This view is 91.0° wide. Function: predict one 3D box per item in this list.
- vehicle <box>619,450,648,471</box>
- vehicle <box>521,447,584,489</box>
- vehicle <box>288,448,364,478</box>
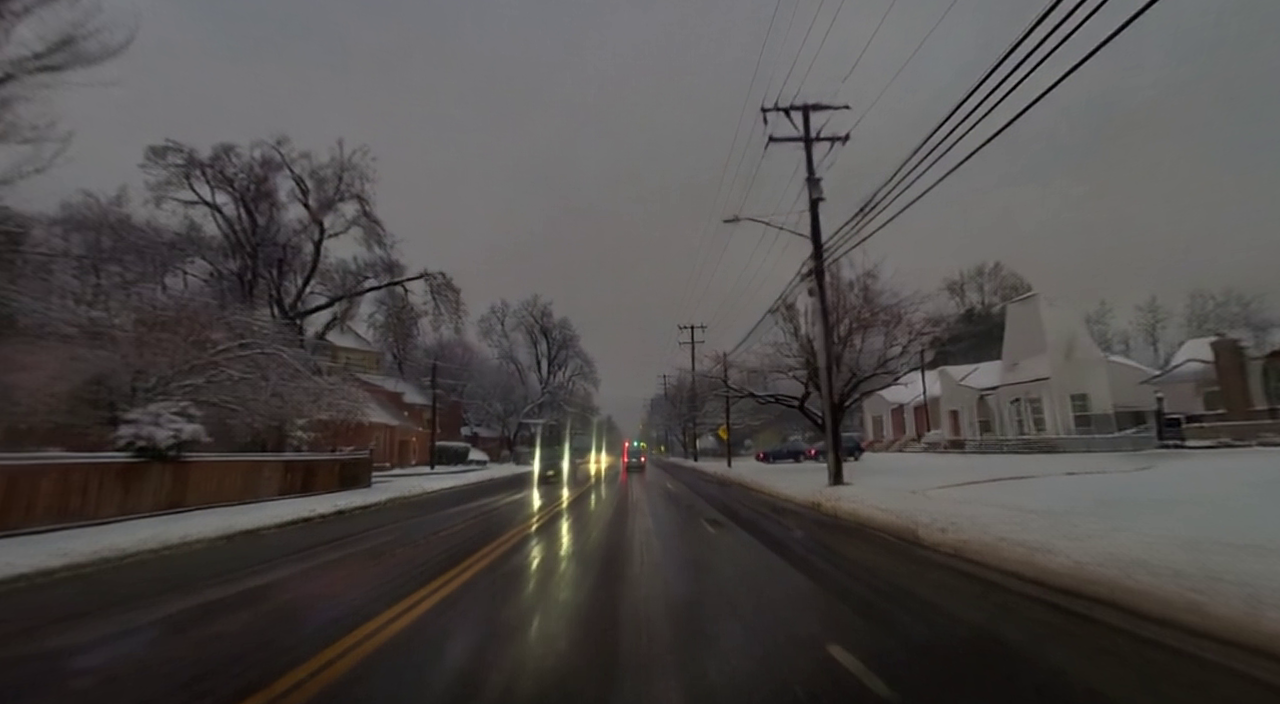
[{"bbox_3d":[-0.507,8.146,47.362,2.093,1.497,4.010,0,-9,-1],"label":"vehicle"},{"bbox_3d":[-3.662,4.963,27.219,2.017,1.634,4.479,0,-9,1],"label":"vehicle"},{"bbox_3d":[-20.038,7.032,40.149,4.611,1.837,2.140,-5,-10,32],"label":"vehicle"}]
